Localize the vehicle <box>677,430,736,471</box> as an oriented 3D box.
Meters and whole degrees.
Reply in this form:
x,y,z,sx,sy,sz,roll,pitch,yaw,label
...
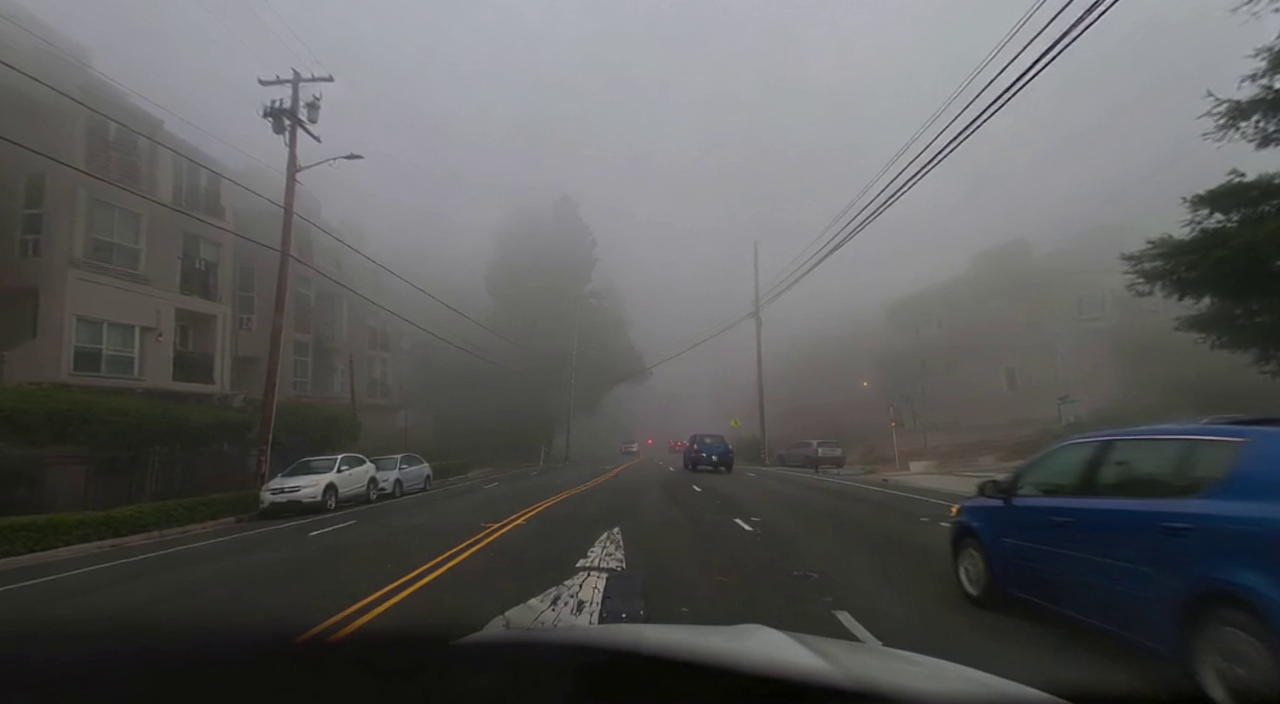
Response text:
x,y,z,sx,sy,sz,roll,pitch,yaw,label
3.031,4.633,29.663,2.046,1.784,4.687,0,-8,-3,vehicle

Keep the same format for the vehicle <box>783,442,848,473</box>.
x,y,z,sx,sy,sz,roll,pitch,yaw,label
8.929,5.380,32.341,1.935,1.478,4.711,0,-8,-1,vehicle

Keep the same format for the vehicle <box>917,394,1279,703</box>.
x,y,z,sx,sy,sz,roll,pitch,yaw,label
3.698,1.128,3.787,2.028,1.552,4.370,0,-8,0,vehicle

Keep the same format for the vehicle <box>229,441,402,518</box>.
x,y,z,sx,sy,sz,roll,pitch,yaw,label
-8.728,3.421,17.525,2.381,1.825,4.652,0,-8,-1,vehicle
